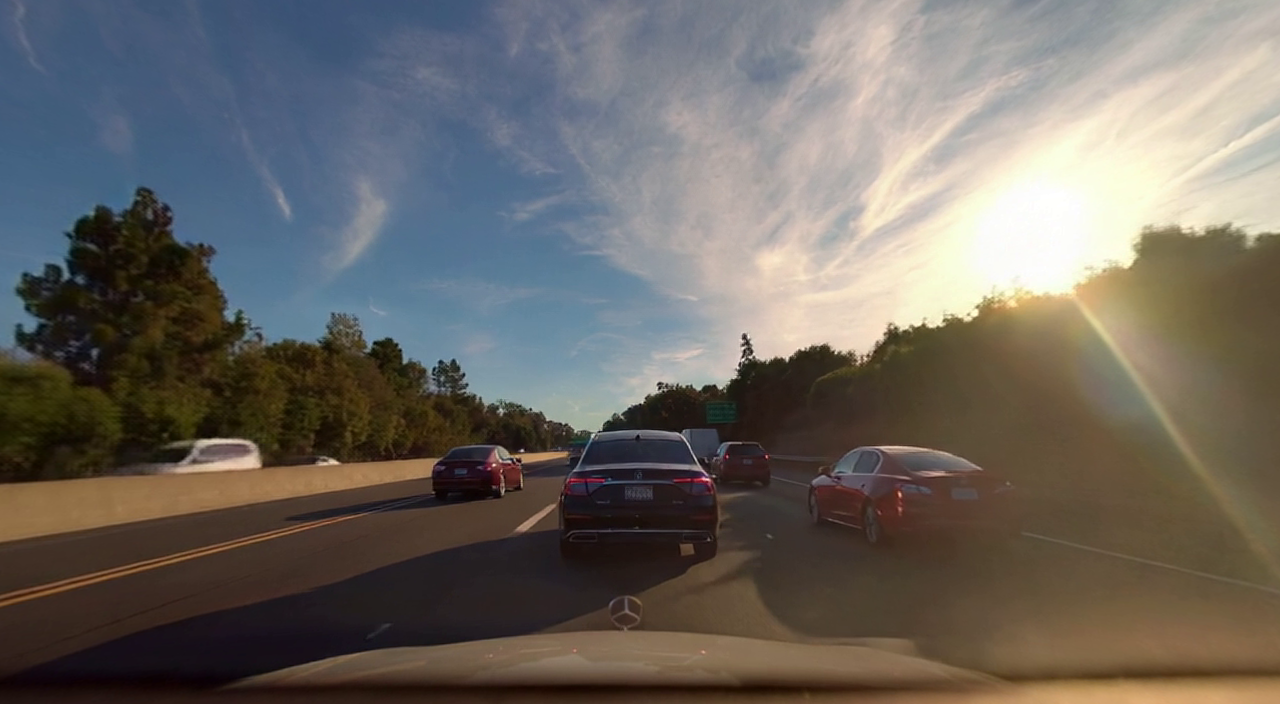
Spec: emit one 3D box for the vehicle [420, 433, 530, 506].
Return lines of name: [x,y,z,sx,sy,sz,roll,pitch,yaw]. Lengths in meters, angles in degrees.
vehicle: [-4.250,3.100,16.931,1.890,1.708,3.844,0,-9,0]

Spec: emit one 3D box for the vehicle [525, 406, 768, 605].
vehicle: [0.010,1.620,7.421,2.093,1.695,3.782,0,-9,-2]

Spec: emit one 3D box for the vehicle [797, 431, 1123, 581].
vehicle: [3.684,1.856,8.440,1.953,1.434,4.511,0,-9,-1]
